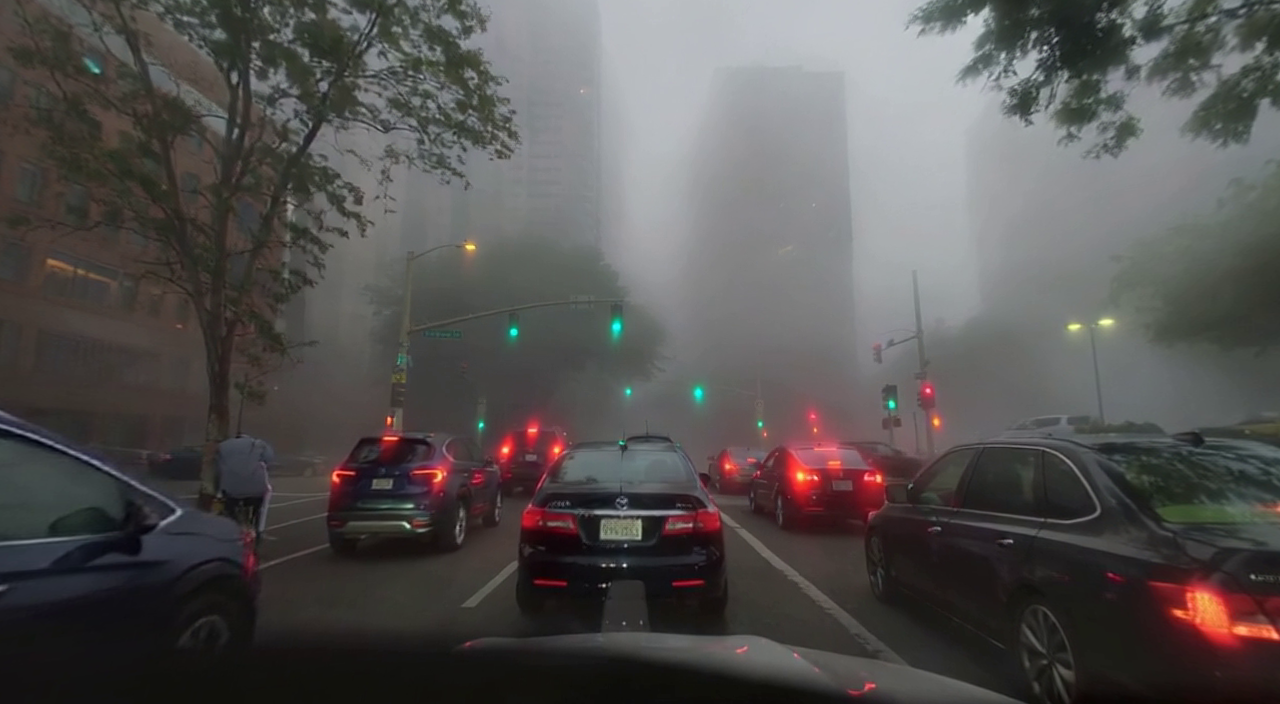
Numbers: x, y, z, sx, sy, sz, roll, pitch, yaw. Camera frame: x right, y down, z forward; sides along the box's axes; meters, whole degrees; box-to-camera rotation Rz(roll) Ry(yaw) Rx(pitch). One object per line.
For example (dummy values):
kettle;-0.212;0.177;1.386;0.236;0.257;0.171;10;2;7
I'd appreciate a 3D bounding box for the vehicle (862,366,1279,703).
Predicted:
vehicle;3.342;1.160;4.182;2.179;1.631;4.173;0;-8;0

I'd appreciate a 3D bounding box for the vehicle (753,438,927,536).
vehicle;3.579;2.477;12.330;1.973;1.537;4.533;0;-8;1

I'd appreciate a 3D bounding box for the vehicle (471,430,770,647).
vehicle;-0.142;1.552;6.253;2.031;1.461;3.763;0;-8;0

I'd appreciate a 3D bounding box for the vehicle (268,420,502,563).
vehicle;-3.622;2.041;10.039;2.046;1.744;4.407;0;-8;-3

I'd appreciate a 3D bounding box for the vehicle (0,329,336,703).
vehicle;-3.120;0.776;1.848;2.181;1.723;4.550;0;-8;0
